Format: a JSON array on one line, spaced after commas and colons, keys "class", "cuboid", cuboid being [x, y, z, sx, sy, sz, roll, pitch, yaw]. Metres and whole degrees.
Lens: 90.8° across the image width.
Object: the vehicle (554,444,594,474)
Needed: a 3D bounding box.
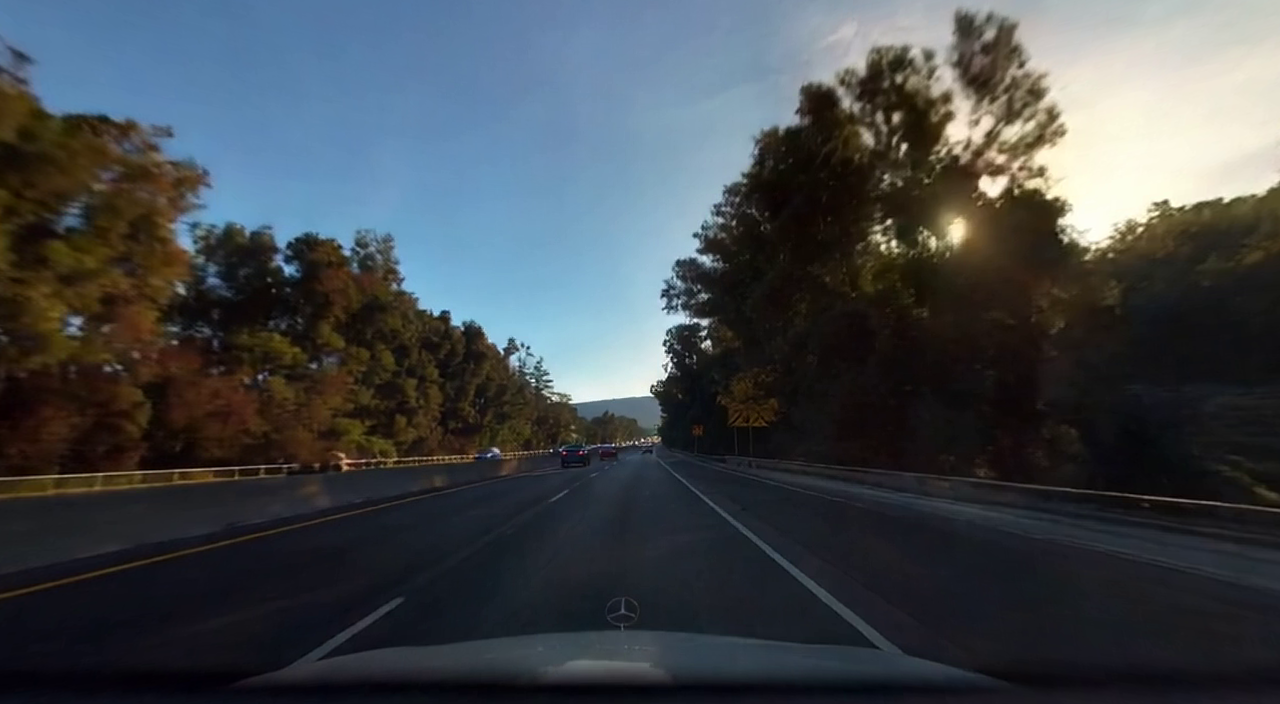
[{"class": "vehicle", "cuboid": [-3.814, 6.230, 36.923, 1.846, 1.600, 4.108, 0, -9, 1]}]
